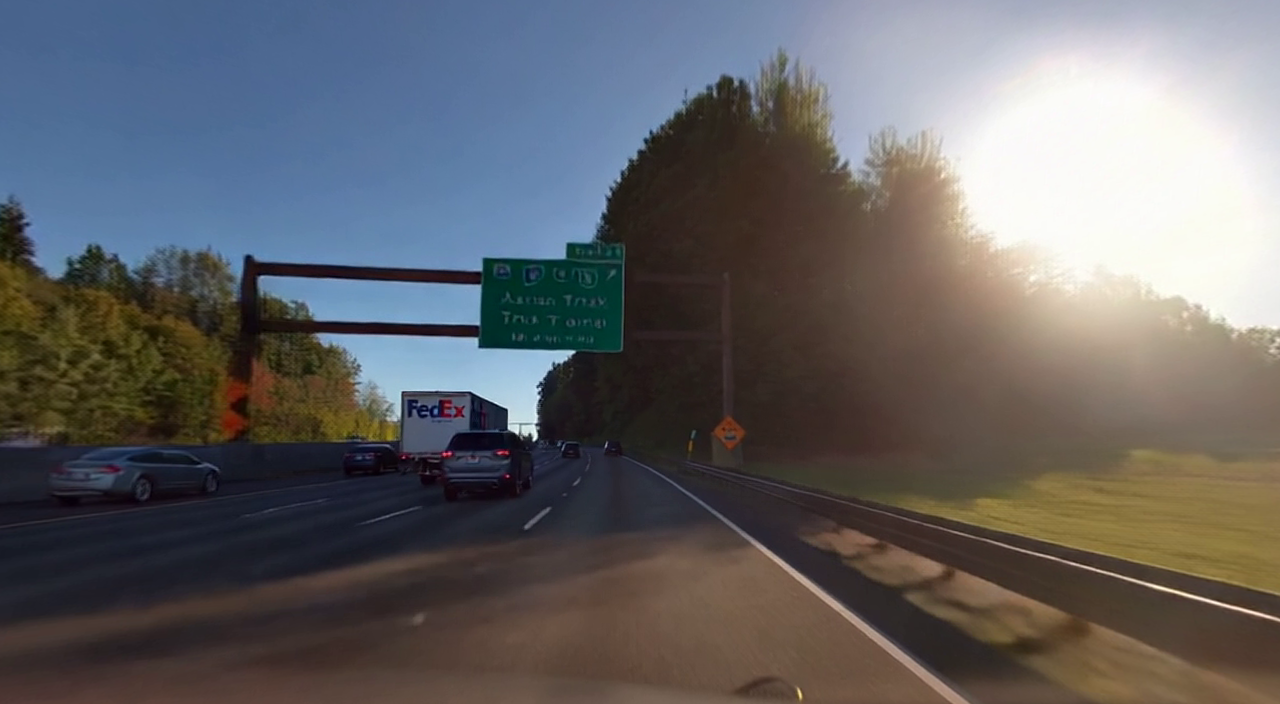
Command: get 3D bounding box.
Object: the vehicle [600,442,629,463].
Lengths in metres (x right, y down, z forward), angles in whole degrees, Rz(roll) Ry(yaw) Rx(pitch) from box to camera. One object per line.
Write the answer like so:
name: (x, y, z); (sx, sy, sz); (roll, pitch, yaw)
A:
vehicle: (-1.996, 7.680, 48.403); (2.043, 1.489, 3.839); (0, -9, -5)

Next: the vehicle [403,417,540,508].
vehicle: (-3.910, 2.680, 15.671); (2.170, 1.886, 4.628); (0, -9, -1)

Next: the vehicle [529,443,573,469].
vehicle: (-5.336, 6.307, 38.447); (2.192, 1.478, 4.591); (0, -9, -3)

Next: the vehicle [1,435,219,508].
vehicle: (-13.756, 3.098, 16.857); (2.018, 1.668, 4.409); (0, -9, -1)
